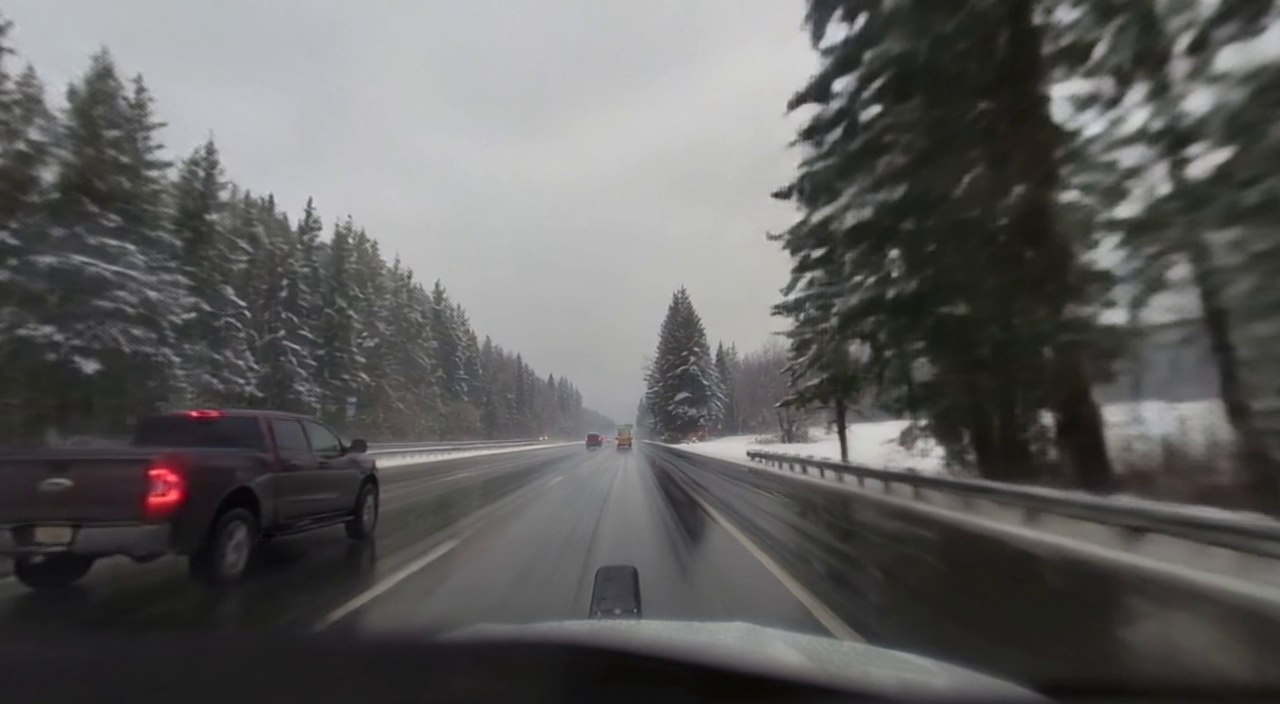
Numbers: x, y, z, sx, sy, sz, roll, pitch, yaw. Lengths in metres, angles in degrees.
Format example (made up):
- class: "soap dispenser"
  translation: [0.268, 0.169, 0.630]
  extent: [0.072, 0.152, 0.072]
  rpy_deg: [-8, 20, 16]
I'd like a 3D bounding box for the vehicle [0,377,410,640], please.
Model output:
- class: "vehicle"
  translation: [-4.033, 1.266, 6.133]
  extent: [2.034, 1.675, 4.080]
  rpy_deg: [0, -7, 0]
